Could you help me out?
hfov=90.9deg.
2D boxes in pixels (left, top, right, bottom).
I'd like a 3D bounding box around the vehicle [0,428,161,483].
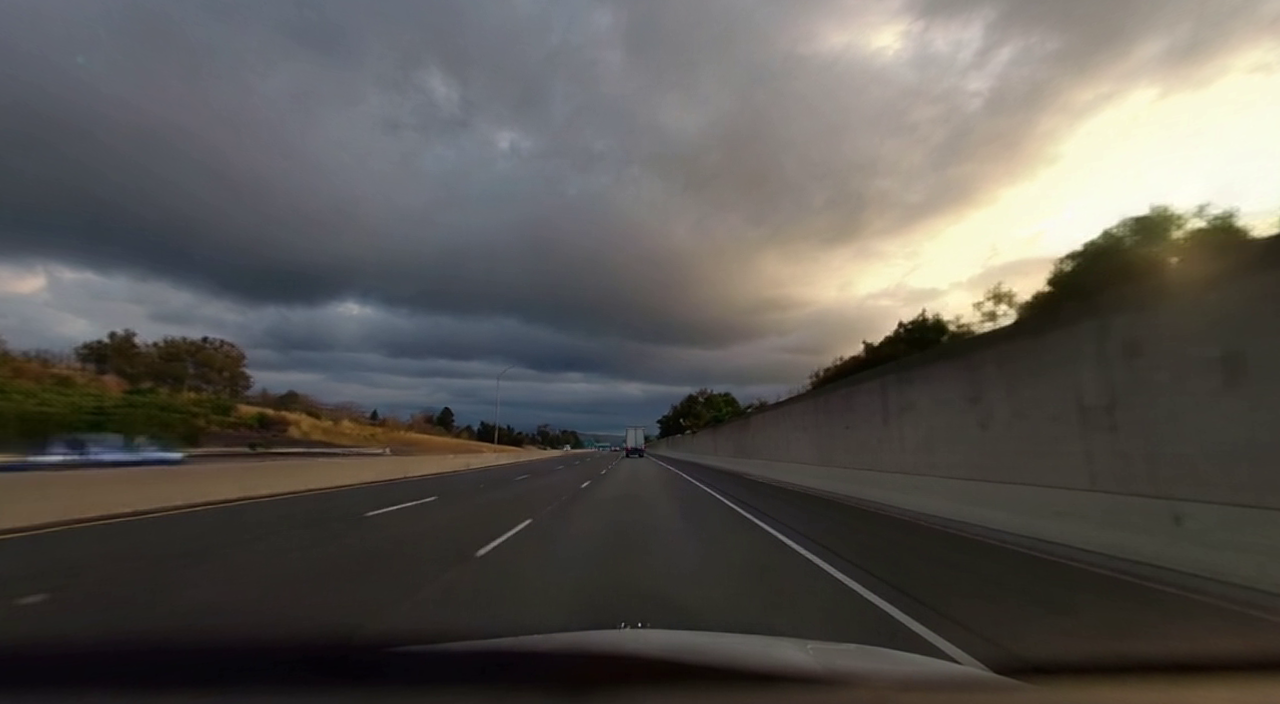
[{"bbox_3d":[-19.795,3.659,22.380,2.097,1.728,4.316,0,-9,0],"label":"vehicle"}]
